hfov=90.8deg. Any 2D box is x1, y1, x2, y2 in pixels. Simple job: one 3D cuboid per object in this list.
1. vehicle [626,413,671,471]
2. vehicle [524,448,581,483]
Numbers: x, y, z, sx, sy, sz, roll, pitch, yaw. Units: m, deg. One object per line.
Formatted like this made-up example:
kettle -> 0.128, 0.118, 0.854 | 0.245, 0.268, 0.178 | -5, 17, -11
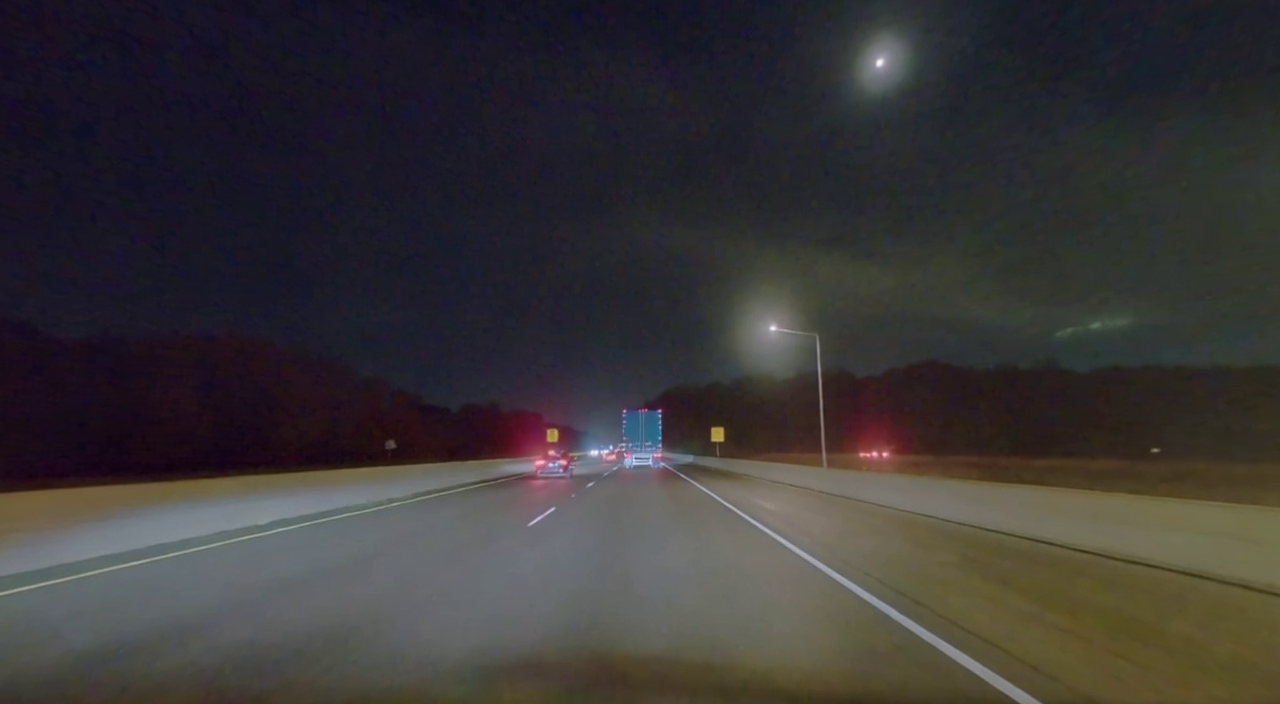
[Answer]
vehicle -> 0.456, 6.774, 47.167 | 2.864, 3.805, 9.500 | 0, -9, -2
vehicle -> -4.043, 5.310, 29.908 | 2.053, 1.523, 4.450 | 0, -9, 1
